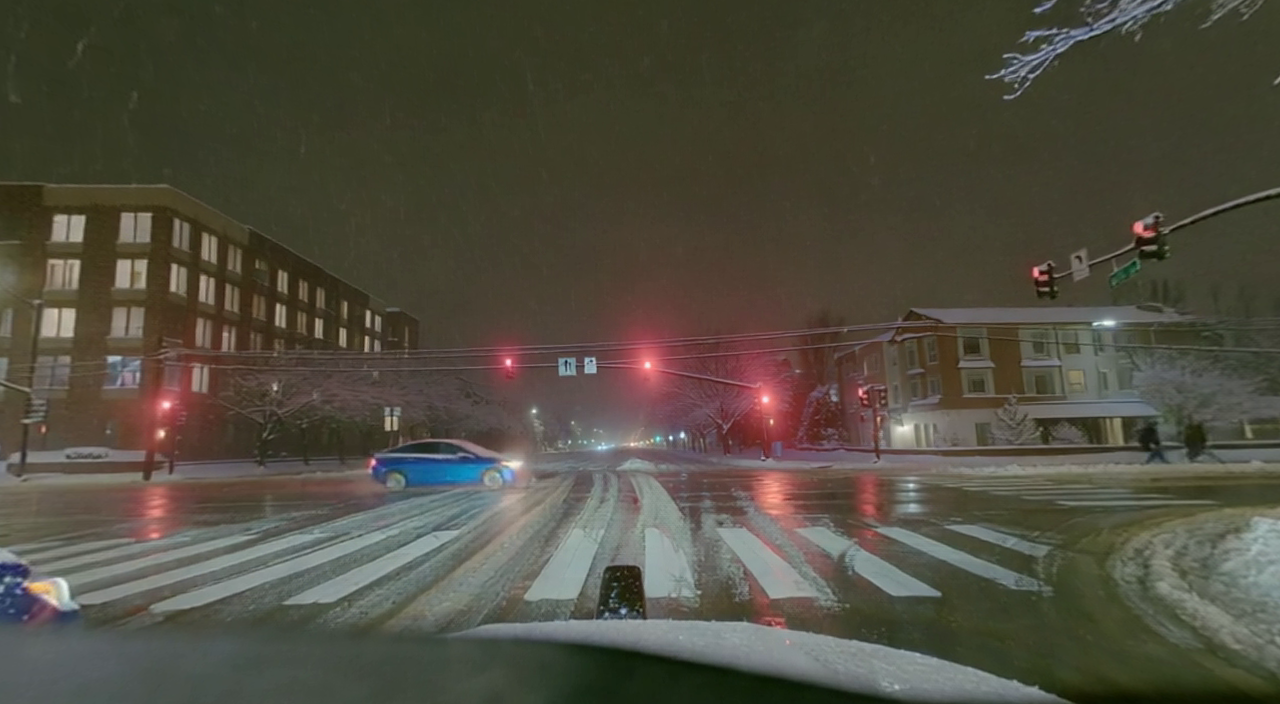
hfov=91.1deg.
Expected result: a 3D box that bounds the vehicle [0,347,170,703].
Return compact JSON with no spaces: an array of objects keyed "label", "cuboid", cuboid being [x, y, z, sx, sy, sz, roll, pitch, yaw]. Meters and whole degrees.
[{"label":"vehicle","cuboid":[-3.632,0.616,1.062,2.109,1.692,4.587,0,-8,0]}]

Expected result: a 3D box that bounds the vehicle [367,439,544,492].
[{"label":"vehicle","cuboid":[-5.284,3.305,18.449,4.551,1.454,1.941,0,-8,1]}]
